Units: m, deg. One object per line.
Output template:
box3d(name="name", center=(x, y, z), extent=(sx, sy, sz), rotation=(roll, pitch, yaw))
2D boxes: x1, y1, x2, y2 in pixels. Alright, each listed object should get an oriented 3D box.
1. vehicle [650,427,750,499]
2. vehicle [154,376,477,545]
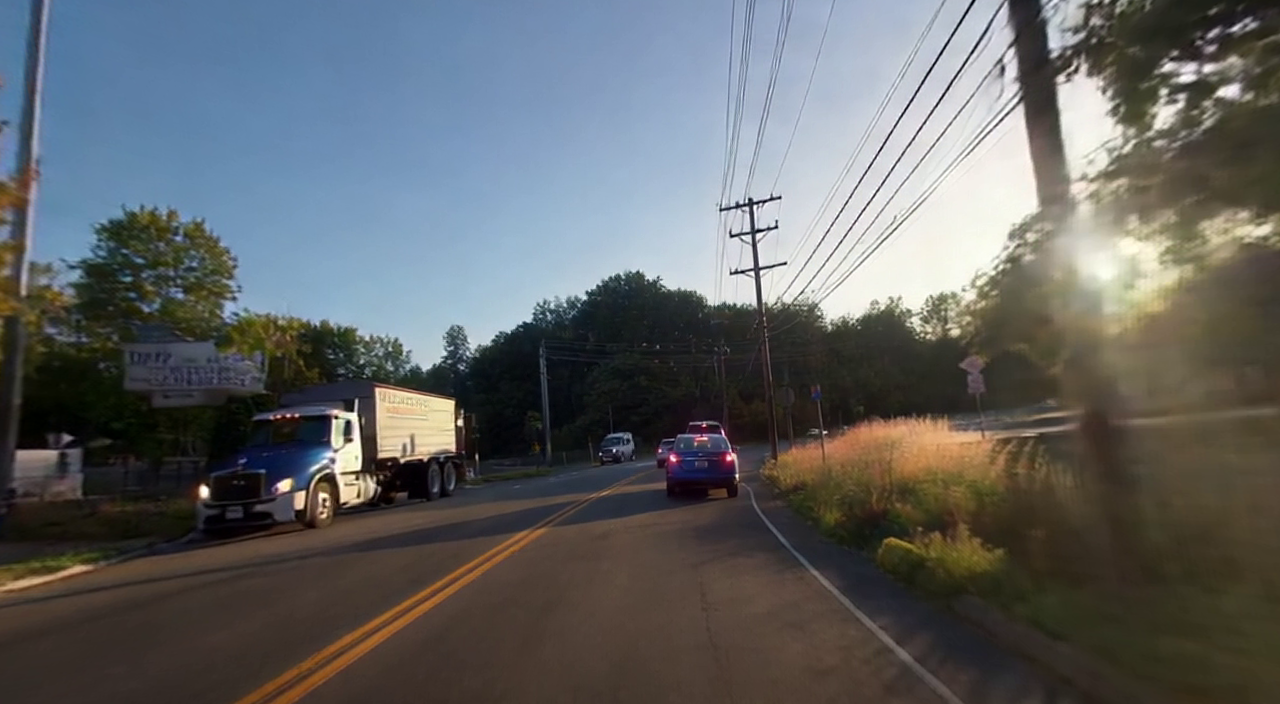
box3d(name="vehicle", center=(1.403, 2.617, 15.171), extent=(2.081, 1.503, 3.726), rotation=(-1, -8, 5))
box3d(name="vehicle", center=(-7.632, 2.520, 16.456), extent=(3.395, 3.071, 7.634), rotation=(-8, -6, 10))
